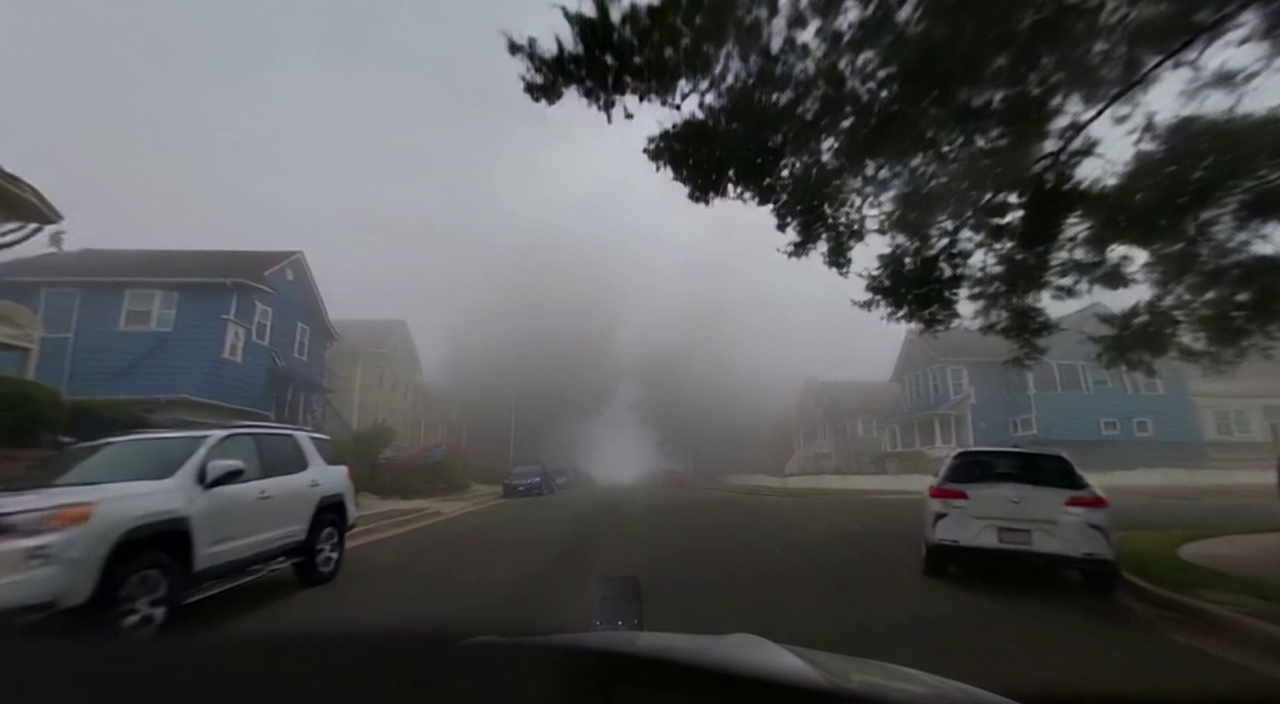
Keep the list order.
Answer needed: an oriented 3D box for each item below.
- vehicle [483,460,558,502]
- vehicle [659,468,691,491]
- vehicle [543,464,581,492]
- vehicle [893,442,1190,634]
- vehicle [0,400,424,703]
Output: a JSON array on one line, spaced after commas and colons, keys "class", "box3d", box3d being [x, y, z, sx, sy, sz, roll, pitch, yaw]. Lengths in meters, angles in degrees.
[{"class": "vehicle", "box3d": [-4.663, 5.105, 25.322, 2.080, 1.471, 4.638, 1, -10, 0]}, {"class": "vehicle", "box3d": [2.542, 9.378, 46.572, 1.888, 1.484, 4.476, 0, -9, -2]}, {"class": "vehicle", "box3d": [-4.874, 7.963, 39.995, 2.020, 1.470, 5.300, 0, -9, -3]}, {"class": "vehicle", "box3d": [4.543, 1.902, 7.719, 2.139, 1.533, 4.676, -5, -10, 27]}, {"class": "vehicle", "box3d": [-4.198, 1.417, 6.132, 2.131, 1.851, 5.650, 0, -4, 1]}]
